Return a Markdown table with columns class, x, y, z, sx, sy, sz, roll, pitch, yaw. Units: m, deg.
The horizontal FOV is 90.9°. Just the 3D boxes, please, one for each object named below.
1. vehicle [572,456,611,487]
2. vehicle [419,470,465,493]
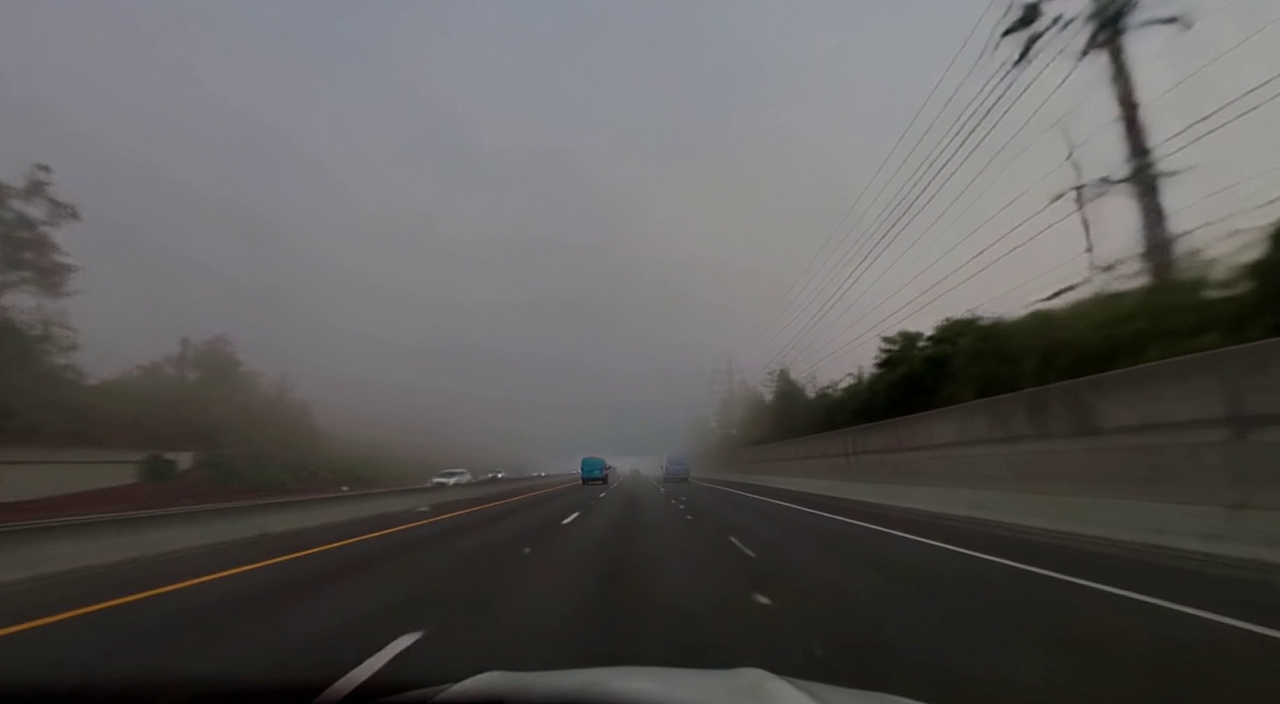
| class | x | y | z | sx | sy | sz | roll | pitch | yaw |
| --- | --- | --- | --- | --- | --- | --- | --- | --- | --- |
| vehicle | -3.297 | 8.356 | 44.104 | 2.324 | 2.008 | 4.654 | 1 | -11 | 0 |
| vehicle | -13.298 | 8.694 | 42.472 | 1.776 | 1.420 | 3.864 | 1 | -11 | 1 |
